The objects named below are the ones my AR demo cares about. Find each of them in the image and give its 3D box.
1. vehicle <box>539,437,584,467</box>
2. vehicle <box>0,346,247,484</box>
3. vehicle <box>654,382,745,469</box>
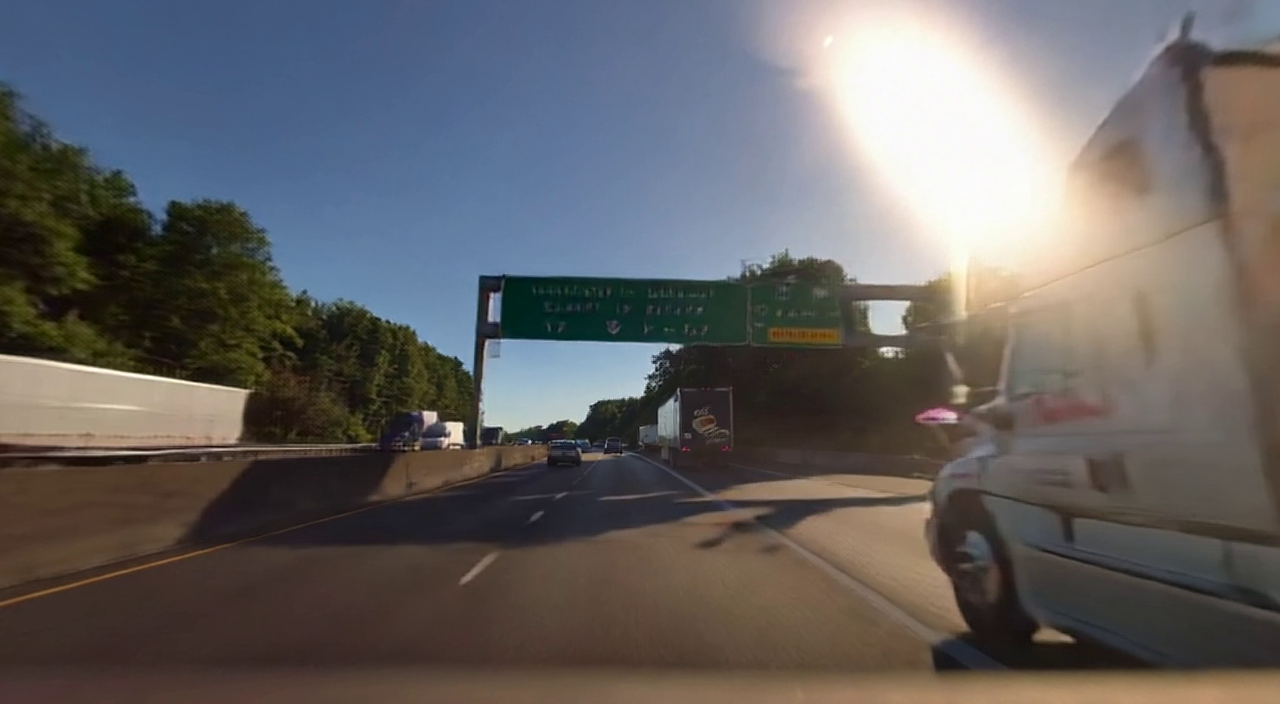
[{"bbox_3d":[-4.549,5.877,37.050,2.206,1.644,4.027,0,-8,-1],"label":"vehicle"},{"bbox_3d":[-20.829,2.634,23.878,3.204,4.048,14.112,0,-8,-2],"label":"vehicle"},{"bbox_3d":[2.877,4.337,35.793,3.116,3.992,13.748,0,-8,-3],"label":"vehicle"}]
